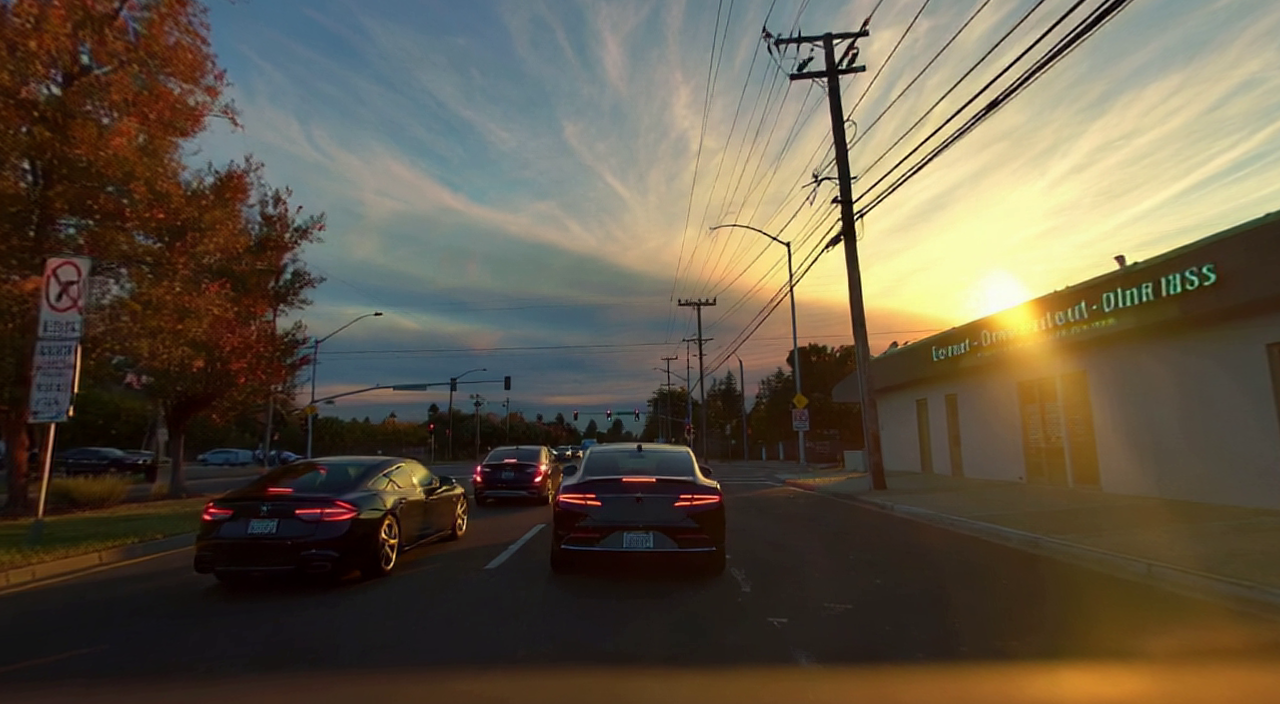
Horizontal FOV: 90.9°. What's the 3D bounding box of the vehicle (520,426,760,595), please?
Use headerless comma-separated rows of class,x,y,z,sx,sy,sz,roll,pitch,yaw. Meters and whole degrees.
vehicle,-0.006,1.696,7.585,2.101,1.469,3.955,0,-9,0

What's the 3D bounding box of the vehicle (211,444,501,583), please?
vehicle,-3.207,1.869,8.156,1.765,1.319,4.013,0,-9,2
